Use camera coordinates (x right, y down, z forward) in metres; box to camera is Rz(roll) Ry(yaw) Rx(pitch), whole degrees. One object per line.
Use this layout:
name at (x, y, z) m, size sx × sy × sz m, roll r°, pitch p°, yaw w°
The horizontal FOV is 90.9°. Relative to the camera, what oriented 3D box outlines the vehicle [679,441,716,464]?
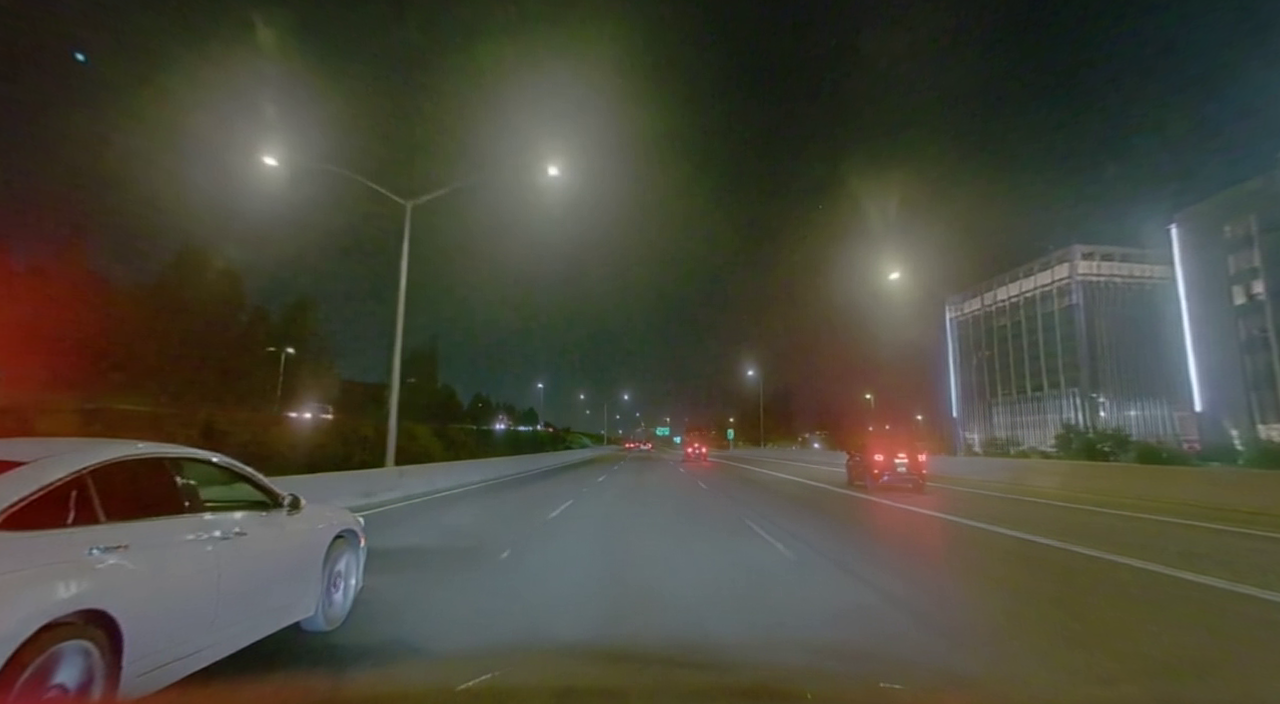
vehicle at (3.916, 6.919, 43.544) m, size 2.069 × 1.431 × 4.313 m, roll 0°, pitch -8°, yaw -1°
